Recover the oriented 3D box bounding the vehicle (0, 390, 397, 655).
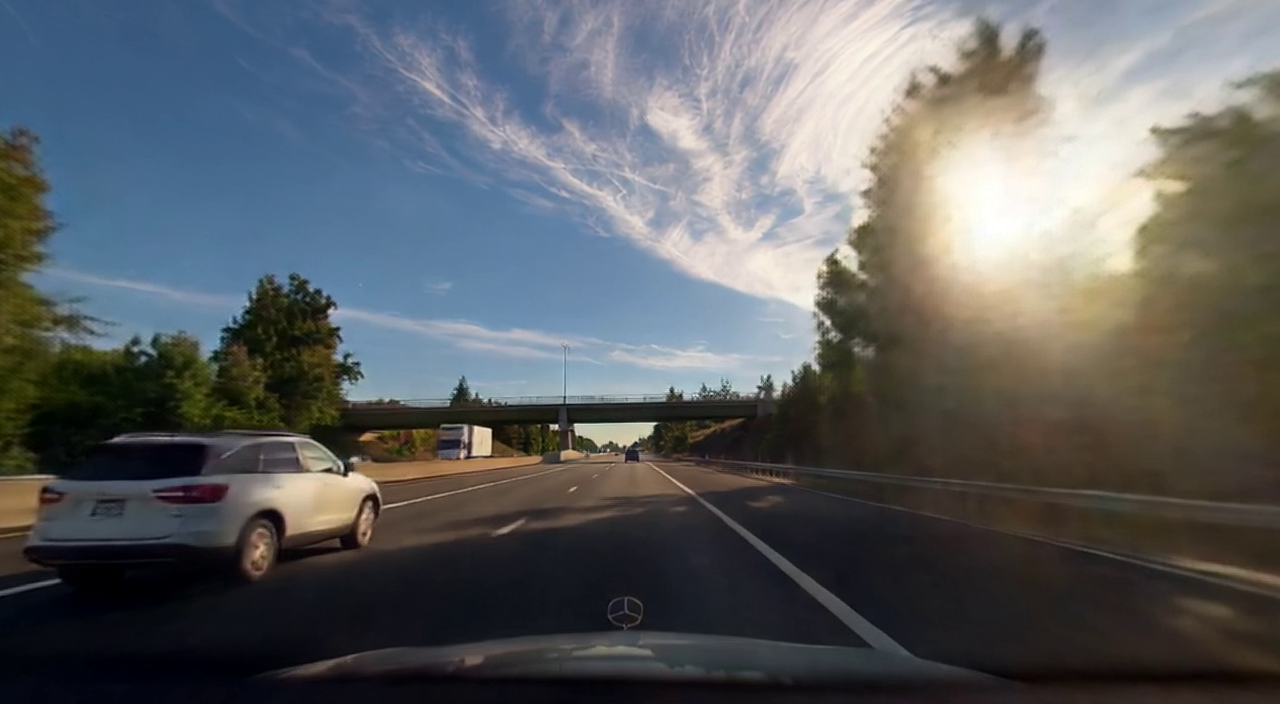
[{"bbox_3d":[-4.612,1.489,6.614,2.221,1.750,4.706,0,-9,0],"label":"vehicle"}]
